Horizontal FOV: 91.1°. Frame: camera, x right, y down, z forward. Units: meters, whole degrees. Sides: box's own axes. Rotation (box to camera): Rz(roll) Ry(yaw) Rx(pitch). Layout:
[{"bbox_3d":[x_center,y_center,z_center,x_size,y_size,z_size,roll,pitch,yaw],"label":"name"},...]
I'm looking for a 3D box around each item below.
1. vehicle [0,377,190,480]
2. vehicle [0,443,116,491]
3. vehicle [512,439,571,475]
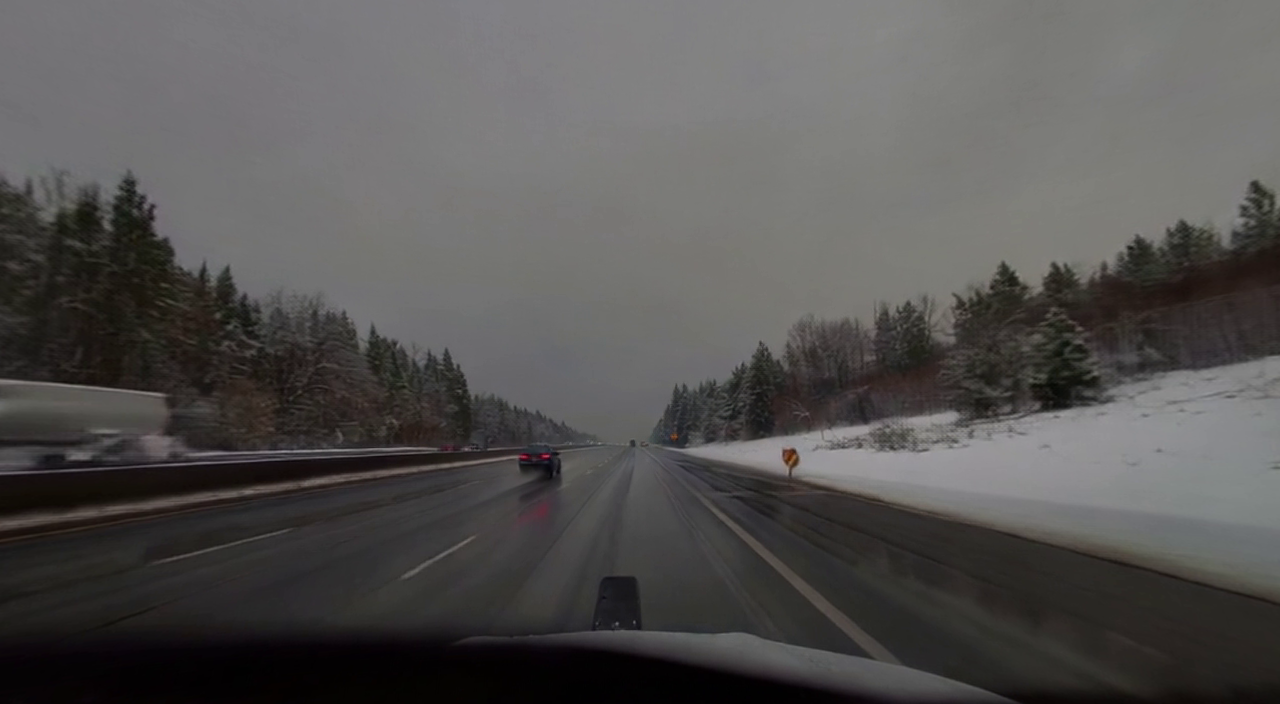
[{"bbox_3d":[-25.305,3.544,28.712,2.937,3.965,8.799,0,-8,-1],"label":"vehicle"},{"bbox_3d":[-21.554,4.047,22.525,1.854,1.490,4.173,0,-8,1],"label":"vehicle"},{"bbox_3d":[-4.444,4.797,29.004,2.004,1.497,4.260,0,-8,1],"label":"vehicle"}]
